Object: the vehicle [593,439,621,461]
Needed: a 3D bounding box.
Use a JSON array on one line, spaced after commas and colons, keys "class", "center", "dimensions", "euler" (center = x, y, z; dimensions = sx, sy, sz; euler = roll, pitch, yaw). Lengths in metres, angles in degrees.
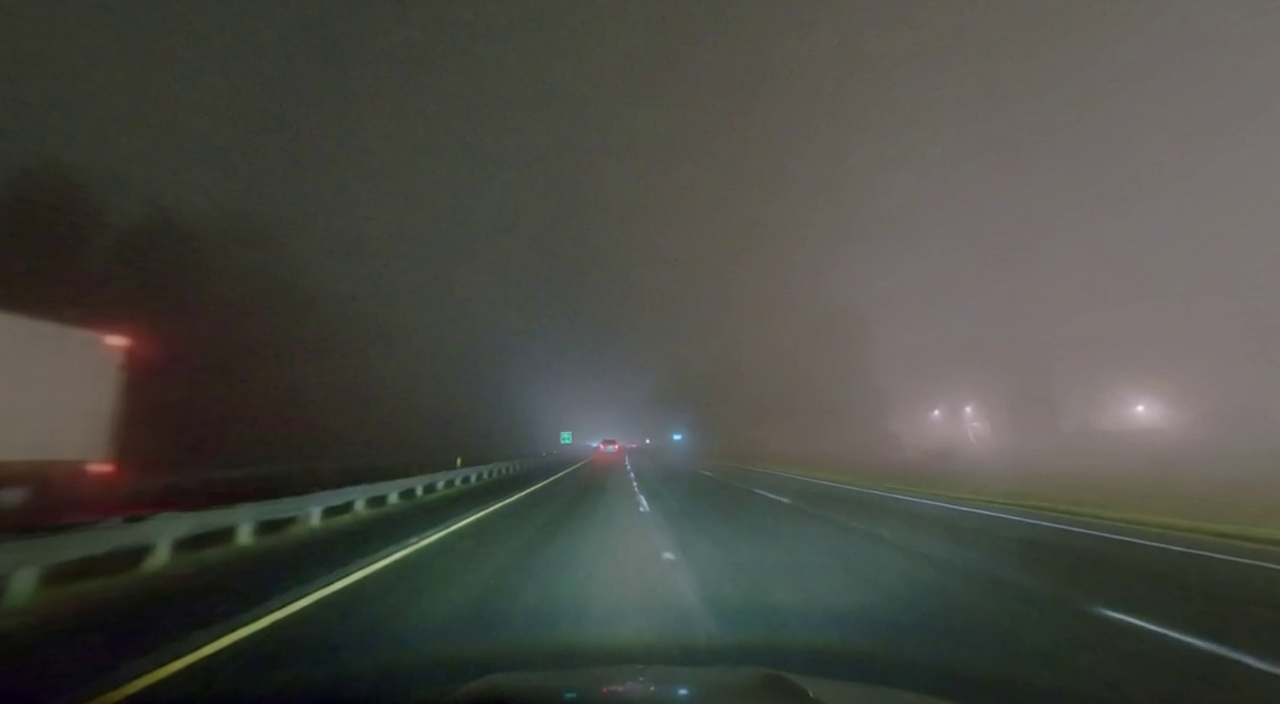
[{"class": "vehicle", "center": [-2.489, 7.472, 48.052], "dimensions": [2.009, 1.554, 4.013], "euler": [0, -8, -1]}]
